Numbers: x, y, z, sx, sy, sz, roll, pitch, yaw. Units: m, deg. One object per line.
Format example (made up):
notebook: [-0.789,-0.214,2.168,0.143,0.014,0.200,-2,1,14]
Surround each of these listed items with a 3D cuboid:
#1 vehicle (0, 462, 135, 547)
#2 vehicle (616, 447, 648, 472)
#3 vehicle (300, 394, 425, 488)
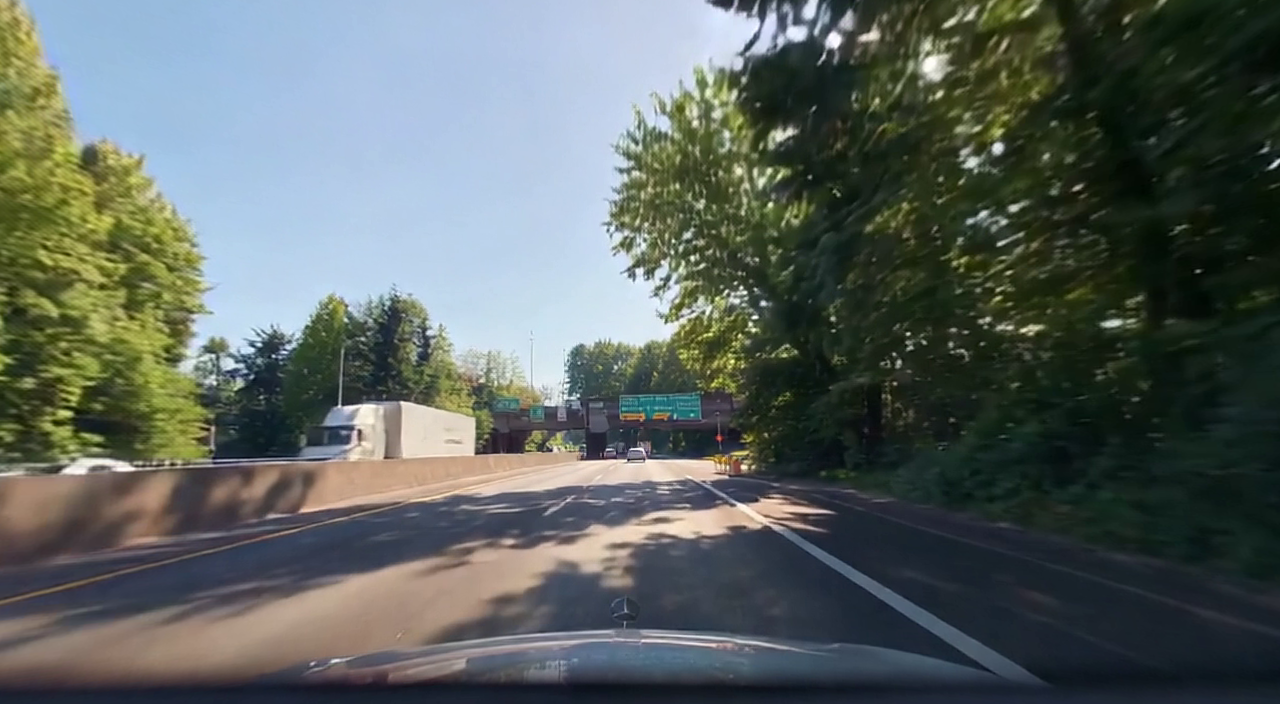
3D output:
vehicle: [-12.432,2.815,11.600,2.077,1.435,5.032,0,-9,1]
vehicle: [-0.455,6.614,39.036,1.860,1.473,3.689,0,-9,1]
vehicle: [-12.592,4.143,29.242,2.969,3.863,5.830,0,-9,1]
